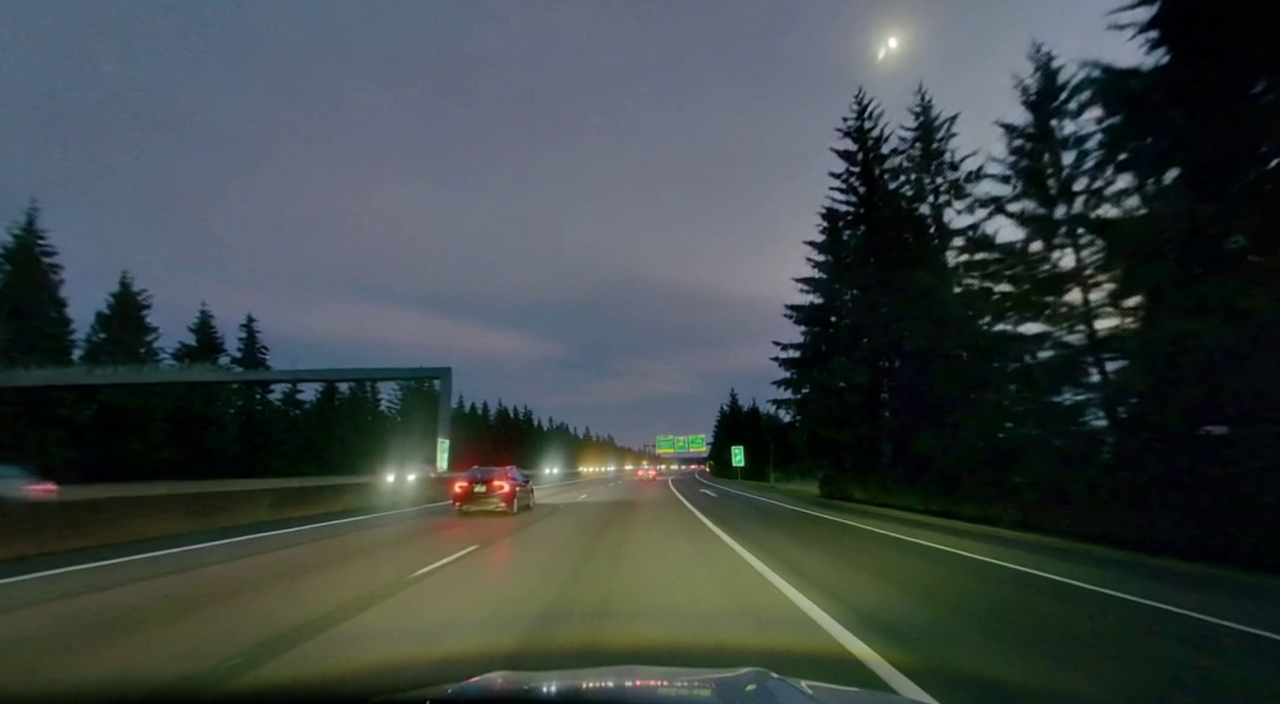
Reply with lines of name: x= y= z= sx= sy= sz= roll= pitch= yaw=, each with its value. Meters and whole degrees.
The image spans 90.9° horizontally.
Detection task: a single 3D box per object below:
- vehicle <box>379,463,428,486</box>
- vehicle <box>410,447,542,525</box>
vehicle: x=-17.944 y=9.326 z=48.034 sx=1.959 sy=1.669 sz=4.090 roll=1 pitch=-11 yaw=2
vehicle: x=-3.807 y=3.228 z=15.478 sx=2.000 sy=1.594 sz=3.996 roll=1 pitch=-11 yaw=2
